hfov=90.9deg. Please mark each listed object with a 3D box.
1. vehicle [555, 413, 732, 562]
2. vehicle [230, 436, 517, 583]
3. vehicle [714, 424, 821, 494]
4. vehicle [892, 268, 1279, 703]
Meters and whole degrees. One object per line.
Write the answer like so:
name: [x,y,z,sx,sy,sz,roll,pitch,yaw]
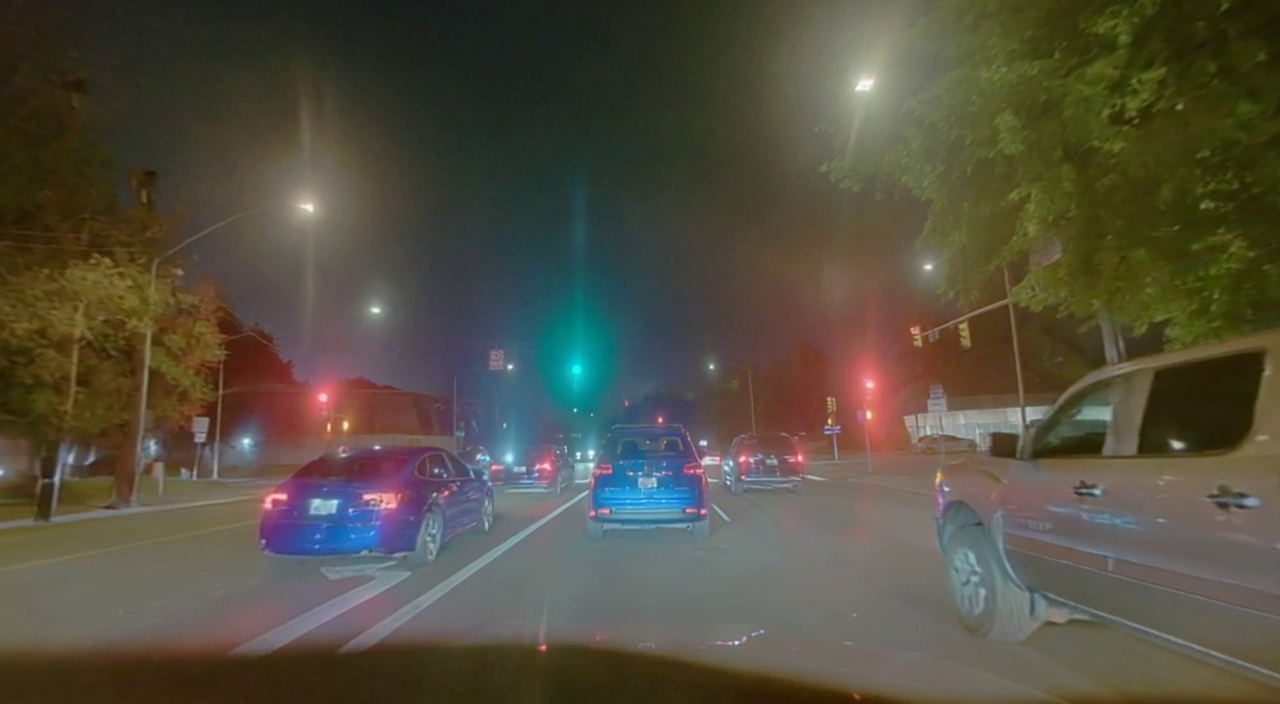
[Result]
vehicle: [0.070,1.908,9.551,2.113,1.768,3.901,0,-8,1]
vehicle: [-3.192,1.966,8.863,1.909,1.476,4.751,0,-8,1]
vehicle: [3.819,3.337,20.052,2.408,1.908,5.355,0,-8,1]
vehicle: [3.374,0.698,2.271,2.571,1.857,5.841,0,-8,1]
